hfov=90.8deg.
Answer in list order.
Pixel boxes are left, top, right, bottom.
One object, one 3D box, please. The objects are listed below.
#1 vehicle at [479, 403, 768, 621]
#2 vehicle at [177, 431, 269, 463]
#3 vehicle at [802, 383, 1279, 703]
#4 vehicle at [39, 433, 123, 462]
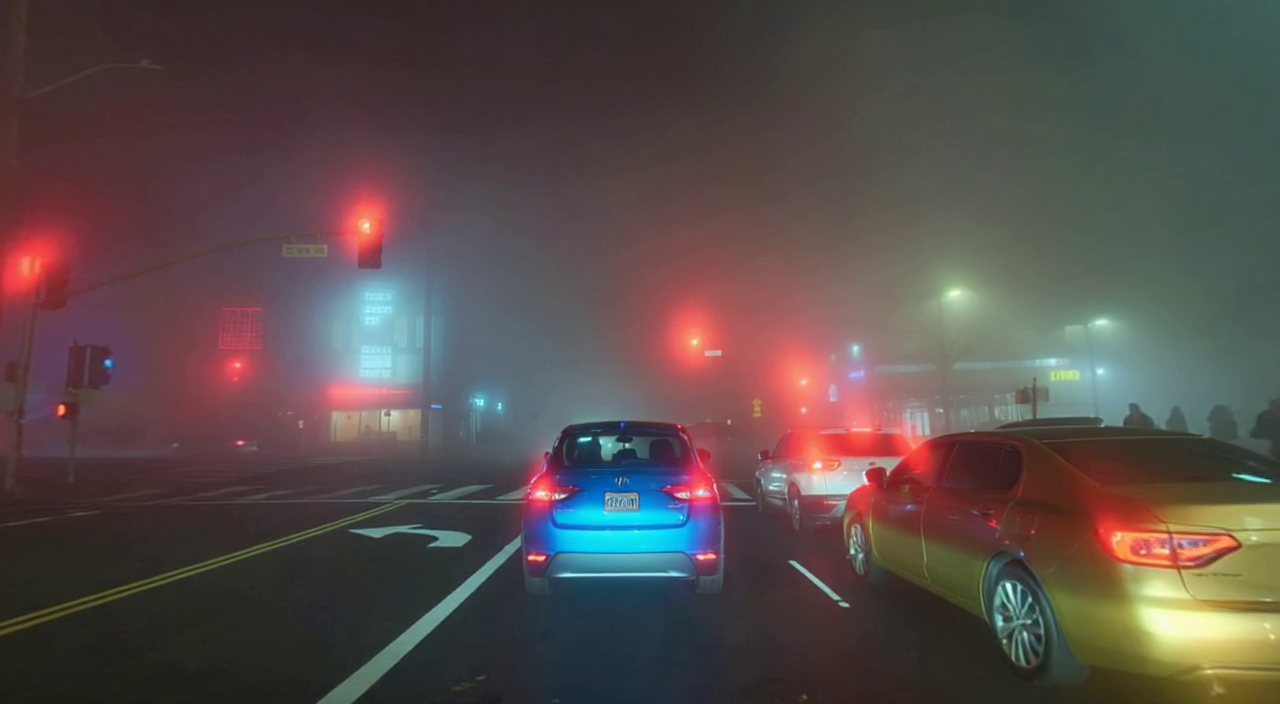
[{"bbox_3d":[-0.141,1.525,7.077,2.123,1.589,4.702,0,-8,0],"label":"vehicle"},{"bbox_3d":[-25.099,5.717,37.984,5.003,1.799,2.066,-4,-9,23],"label":"vehicle"},{"bbox_3d":[3.030,1.307,5.443,1.983,1.654,4.354,0,-8,-2],"label":"vehicle"},{"bbox_3d":[-33.224,5.674,37.527,4.253,1.570,2.132,-4,-9,26],"label":"vehicle"}]
